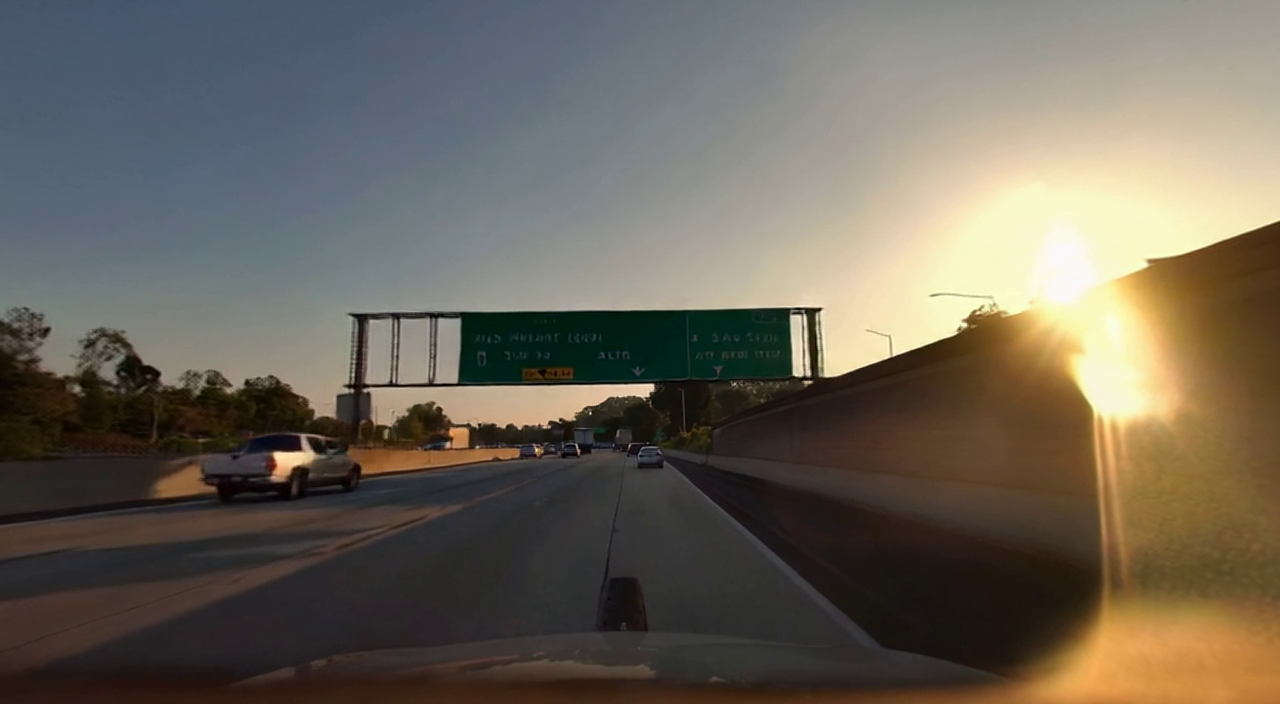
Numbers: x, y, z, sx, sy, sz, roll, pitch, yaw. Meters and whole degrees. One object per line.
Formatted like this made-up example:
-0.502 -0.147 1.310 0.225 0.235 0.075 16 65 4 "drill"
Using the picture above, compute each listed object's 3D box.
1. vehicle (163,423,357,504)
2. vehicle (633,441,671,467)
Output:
-9.784 2.894 16.867 2.246 1.812 4.740 0 -8 -1 "vehicle"
0.710 6.181 38.340 2.137 1.461 3.999 0 -8 0 "vehicle"
